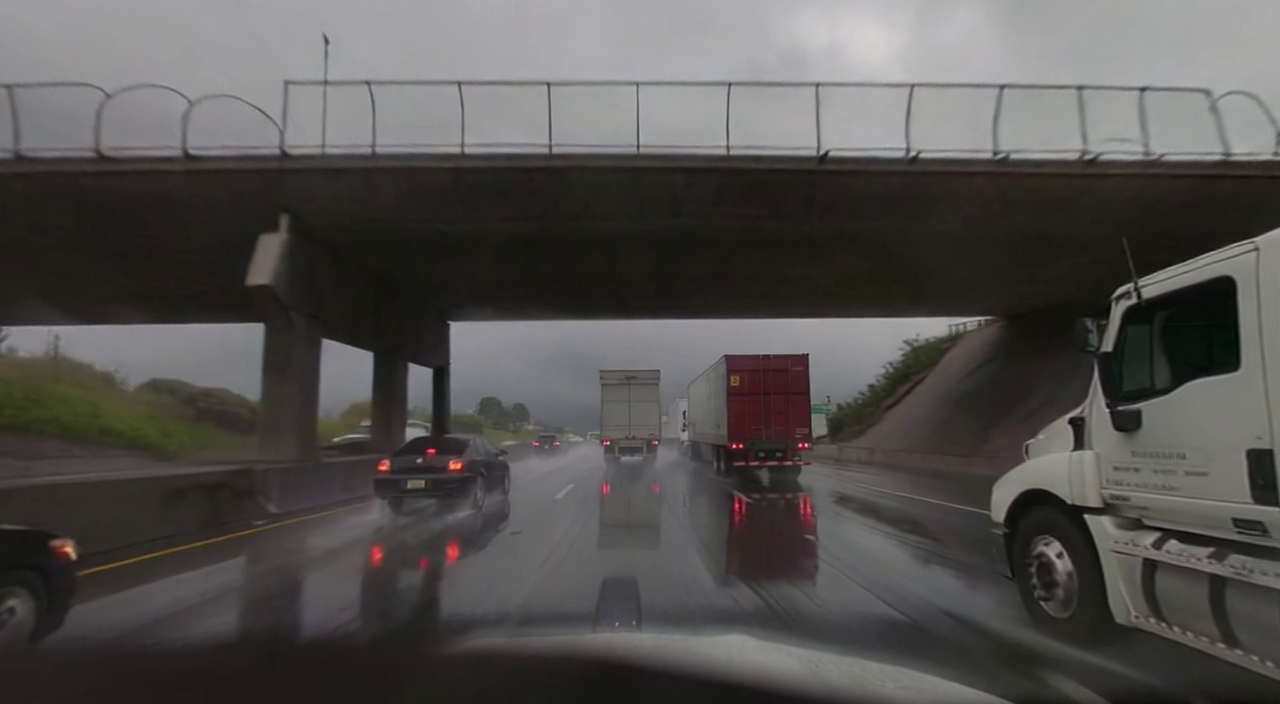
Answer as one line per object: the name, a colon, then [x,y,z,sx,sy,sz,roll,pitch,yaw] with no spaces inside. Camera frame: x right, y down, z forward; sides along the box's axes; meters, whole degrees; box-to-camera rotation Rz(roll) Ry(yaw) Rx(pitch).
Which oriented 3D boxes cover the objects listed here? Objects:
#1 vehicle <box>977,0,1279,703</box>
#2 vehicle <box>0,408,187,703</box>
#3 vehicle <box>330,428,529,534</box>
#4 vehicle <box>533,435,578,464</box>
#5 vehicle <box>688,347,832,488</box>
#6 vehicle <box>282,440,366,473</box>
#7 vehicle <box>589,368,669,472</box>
vehicle: [3.972,-0.415,1.296,3.074,3.896,5.910,0,-8,-1]
vehicle: [-4.009,0.861,1.953,1.923,1.464,4.449,0,-8,0]
vehicle: [-3.348,2.114,11.141,1.894,1.460,4.662,0,-8,0]
vehicle: [-4.601,5.354,34.816,2.049,1.483,3.786,0,-8,-1]
vehicle: [3.733,2.563,23.182,2.817,3.886,11.491,0,-8,-1]
vehicle: [-15.276,5.043,30.749,1.848,1.472,4.398,0,-8,-1]
vehicle: [-0.417,3.376,30.091,3.090,4.065,10.702,0,-8,0]
